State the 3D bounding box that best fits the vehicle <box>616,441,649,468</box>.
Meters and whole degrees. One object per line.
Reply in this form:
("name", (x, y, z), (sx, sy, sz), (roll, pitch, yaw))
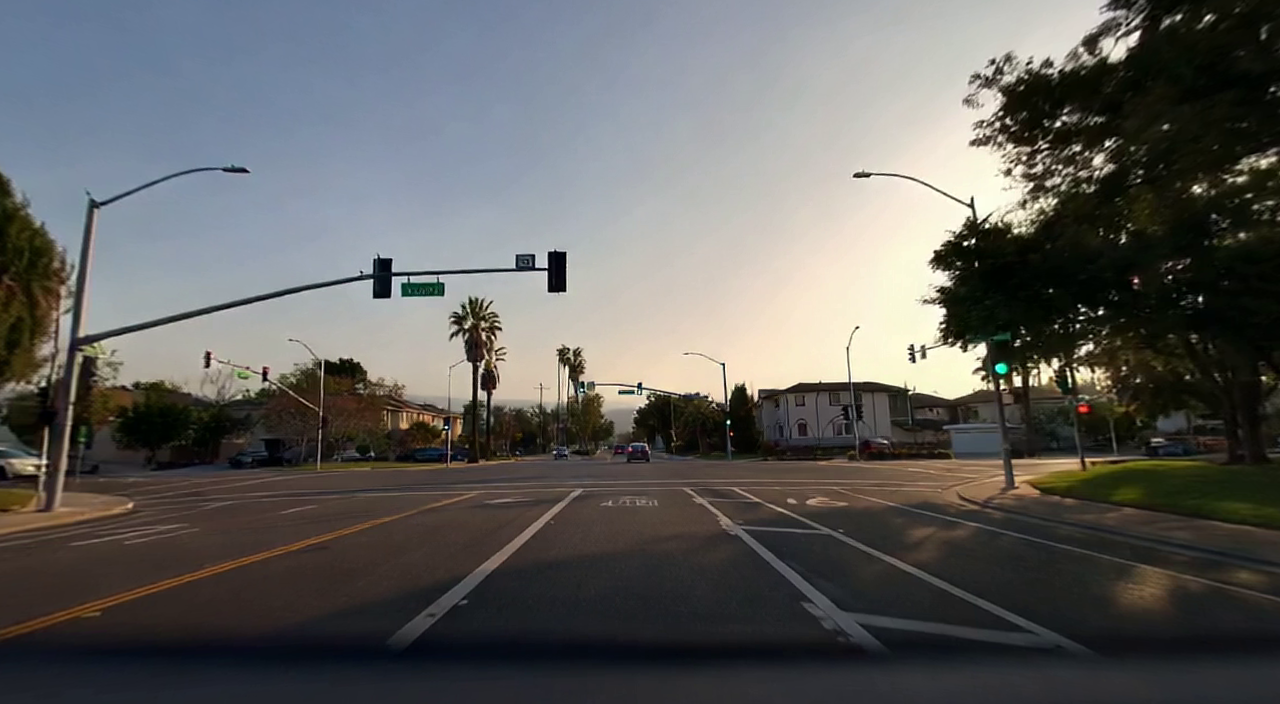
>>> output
("vehicle", (-0.601, 7.325, 45.484), (2.248, 1.833, 4.798), (0, -8, -2))
